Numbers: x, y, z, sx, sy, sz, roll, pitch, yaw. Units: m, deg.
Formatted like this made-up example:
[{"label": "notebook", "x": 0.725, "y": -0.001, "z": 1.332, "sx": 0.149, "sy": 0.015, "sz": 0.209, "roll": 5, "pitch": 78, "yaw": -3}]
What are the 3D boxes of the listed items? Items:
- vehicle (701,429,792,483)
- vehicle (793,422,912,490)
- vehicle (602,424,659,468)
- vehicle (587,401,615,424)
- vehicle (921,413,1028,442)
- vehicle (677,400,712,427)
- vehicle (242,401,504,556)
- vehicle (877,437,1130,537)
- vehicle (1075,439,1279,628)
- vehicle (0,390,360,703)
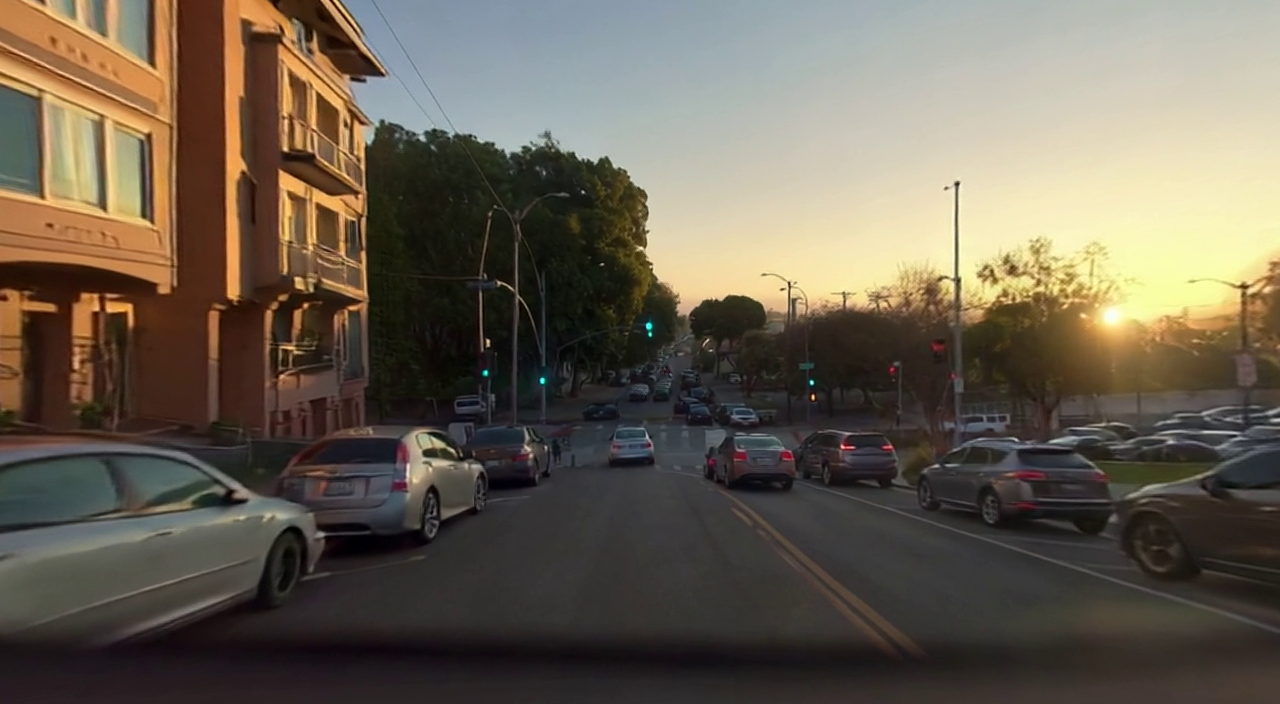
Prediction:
[{"label": "vehicle", "x": 3.152, "y": 3.178, "z": 19.633, "sx": 2.055, "sy": 1.450, "sz": 4.676, "roll": 0, "pitch": -8, "yaw": 0}, {"label": "vehicle", "x": 6.132, "y": 3.044, "z": 18.823, "sx": 1.999, "sy": 1.752, "sz": 4.502, "roll": 0, "pitch": -8, "yaw": 1}, {"label": "vehicle", "x": -0.292, "y": 3.456, "z": 23.312, "sx": 1.923, "sy": 1.460, "sz": 3.923, "roll": 0, "pitch": -8, "yaw": 1}, {"label": "vehicle", "x": -2.882, "y": 4.581, "z": 47.310, "sx": 1.878, "sy": 1.521, "sz": 3.697, "roll": 0, "pitch": -8, "yaw": -1}, {"label": "vehicle", "x": 18.396, "y": 4.201, "z": 34.818, "sx": 4.738, "sy": 1.537, "sz": 1.960, "roll": -1, "pitch": -8, "yaw": 2}, {"label": "vehicle", "x": 3.751, "y": 4.340, "z": 44.137, "sx": 2.093, "sy": 1.655, "sz": 4.327, "roll": 0, "pitch": -8, "yaw": 1}, {"label": "vehicle", "x": -3.449, "y": 1.713, "z": 9.261, "sx": 1.922, "sy": 1.704, "sz": 4.398, "roll": 0, "pitch": -8, "yaw": 0}, {"label": "vehicle", "x": 6.155, "y": 2.289, "z": 11.460, "sx": 1.962, "sy": 1.438, "sz": 4.440, "roll": 0, "pitch": -8, "yaw": 0}, {"label": "vehicle", "x": 6.056, "y": 1.454, "z": 5.124, "sx": 1.938, "sy": 1.487, "sz": 4.371, "roll": 0, "pitch": -8, "yaw": 1}, {"label": "vehicle", "x": -3.525, "y": 1.037, "z": 3.471, "sx": 1.869, "sy": 1.491, "sz": 4.458, "roll": 0, "pitch": -8, "yaw": 1}]
